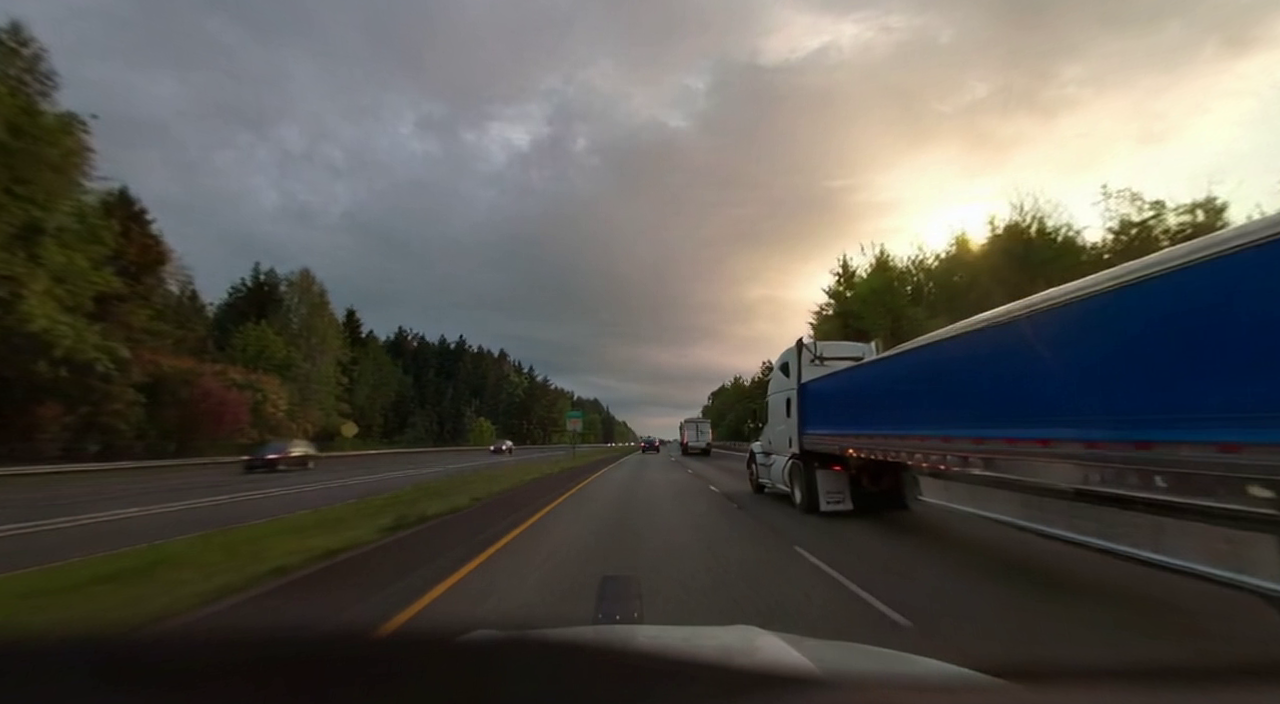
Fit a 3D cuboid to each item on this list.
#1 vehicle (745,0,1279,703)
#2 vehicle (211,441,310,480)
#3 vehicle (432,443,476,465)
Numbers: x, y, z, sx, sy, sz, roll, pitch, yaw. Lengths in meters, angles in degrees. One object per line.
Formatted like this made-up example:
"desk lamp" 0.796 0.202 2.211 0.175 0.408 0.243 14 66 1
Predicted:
"vehicle" 4.098 0.226 6.577 3.171 4.072 13.784 0 -8 -2
"vehicle" -17.743 5.053 29.694 1.885 1.618 4.292 0 -8 2
"vehicle" -13.779 7.574 46.967 1.840 1.486 4.462 0 -8 2
